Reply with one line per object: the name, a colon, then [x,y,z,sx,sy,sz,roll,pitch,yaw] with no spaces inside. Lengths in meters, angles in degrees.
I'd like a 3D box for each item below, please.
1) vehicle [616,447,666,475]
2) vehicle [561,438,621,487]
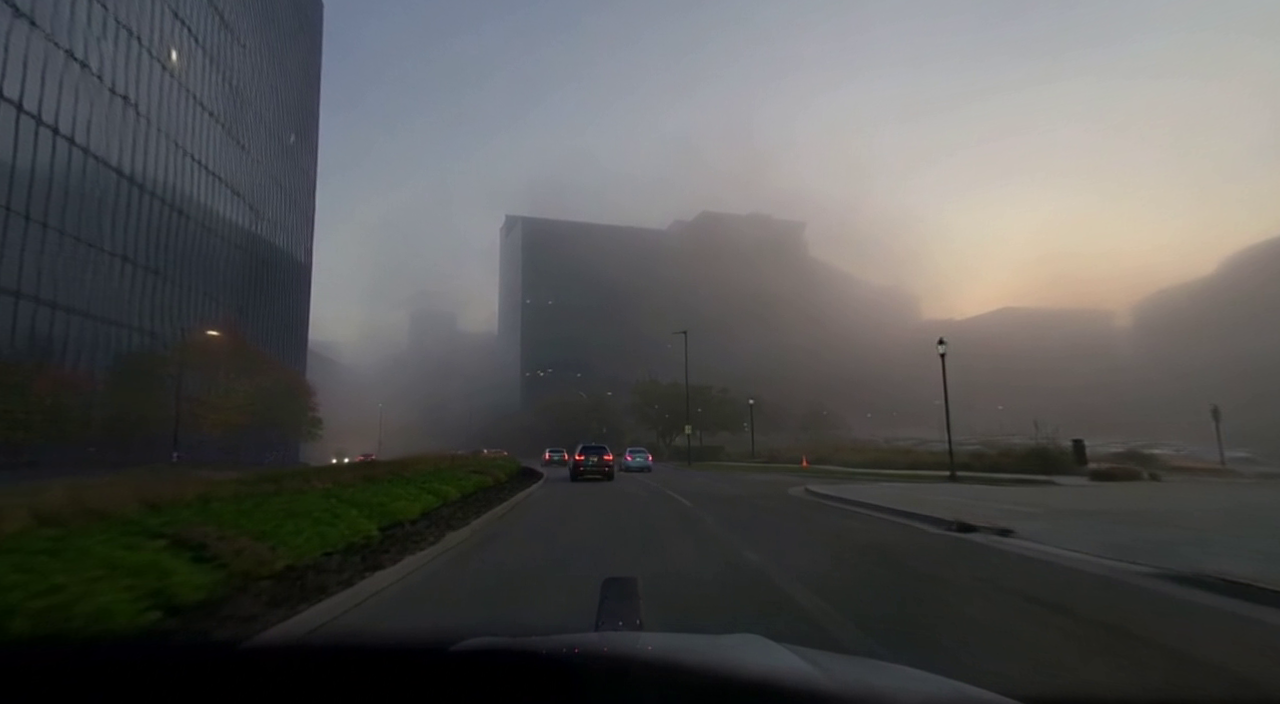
vehicle: [-0.028,6.279,36.364,2.116,1.506,4.355,2,-9,-10]
vehicle: [-2.055,4.380,25.262,2.173,1.761,4.374,1,-9,-7]
